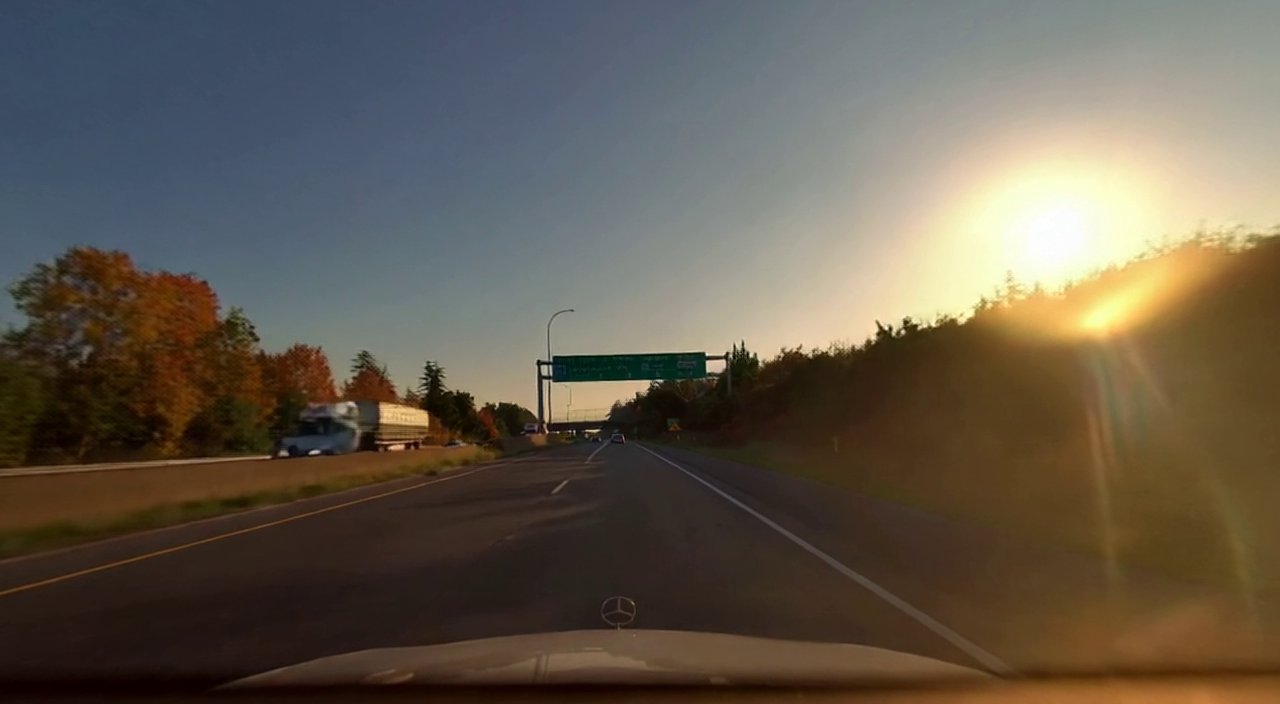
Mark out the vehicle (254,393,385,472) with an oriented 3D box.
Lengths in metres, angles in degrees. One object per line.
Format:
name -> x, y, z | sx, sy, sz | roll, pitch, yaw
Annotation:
vehicle -> -17.734, 4.627, 35.786 | 2.929, 3.911, 8.495 | 1, -8, -1
